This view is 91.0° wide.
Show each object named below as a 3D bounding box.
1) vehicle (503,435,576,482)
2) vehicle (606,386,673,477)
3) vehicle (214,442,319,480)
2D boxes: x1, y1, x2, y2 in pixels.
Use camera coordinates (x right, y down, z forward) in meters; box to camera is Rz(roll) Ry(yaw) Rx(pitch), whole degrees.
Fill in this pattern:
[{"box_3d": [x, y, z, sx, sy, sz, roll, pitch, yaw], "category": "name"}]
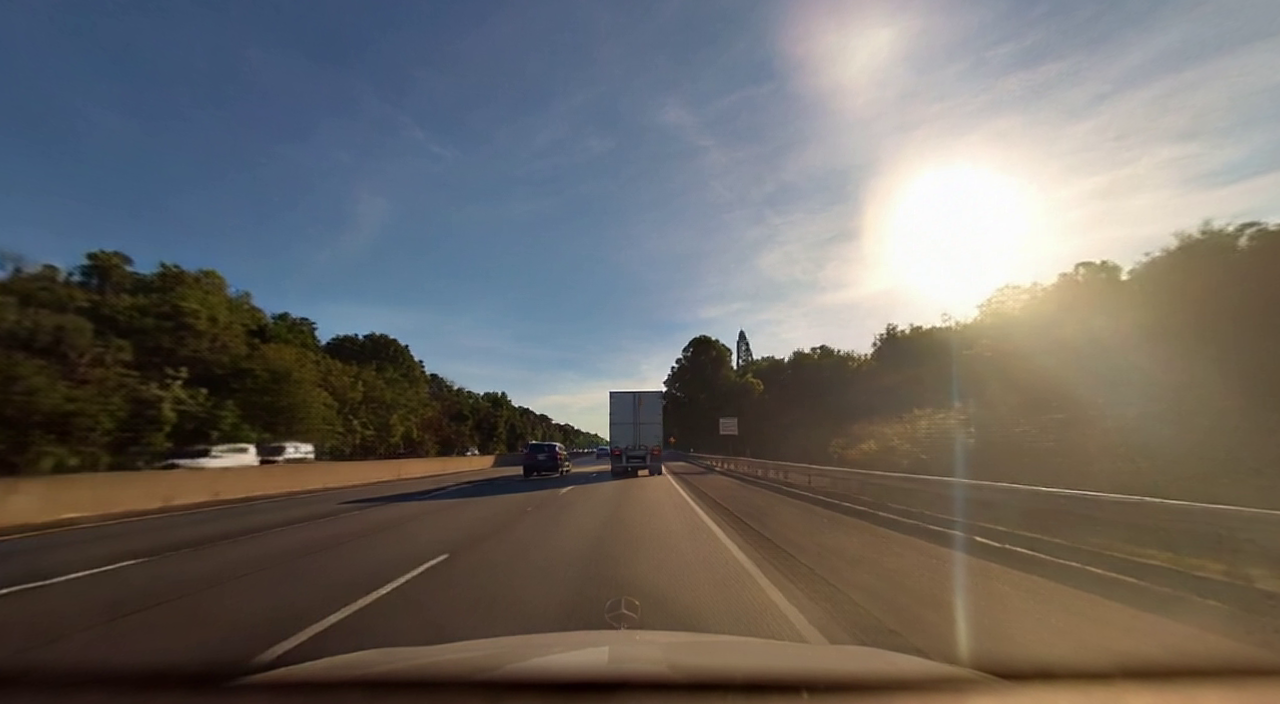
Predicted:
[{"box_3d": [-4.267, 4.618, 27.583, 2.285, 1.833, 4.984, 0, -9, 1], "category": "vehicle"}, {"box_3d": [-0.004, 4.493, 34.587, 3.052, 4.132, 11.336, 0, -9, 0], "category": "vehicle"}, {"box_3d": [-21.534, 6.283, 36.748, 2.295, 1.987, 6.136, 0, -9, 1], "category": "vehicle"}]
